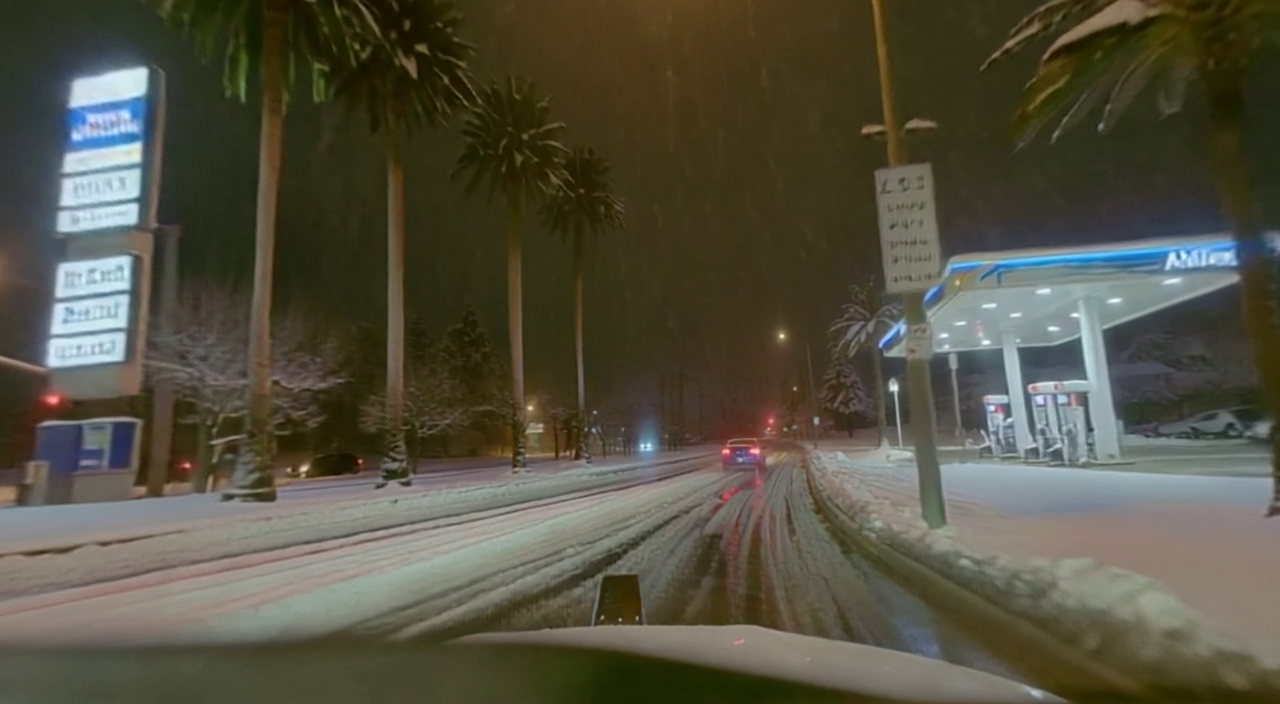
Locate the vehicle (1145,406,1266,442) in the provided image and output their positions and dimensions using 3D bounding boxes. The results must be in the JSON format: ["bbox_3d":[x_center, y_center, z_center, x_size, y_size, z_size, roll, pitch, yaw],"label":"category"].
[{"bbox_3d":[32.007,4.128,35.790,4.513,1.657,2.002,-7,-10,20],"label":"vehicle"}]

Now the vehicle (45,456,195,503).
[{"bbox_3d":[-21.031,5.115,25.716,1.884,1.651,4.330,-2,-9,14],"label":"vehicle"}]

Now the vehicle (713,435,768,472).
[{"bbox_3d":[4.568,4.524,28.147,2.050,1.509,4.148,-2,-9,14],"label":"vehicle"}]

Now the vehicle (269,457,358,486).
[{"bbox_3d":[-18.564,6.807,36.072,1.825,1.441,4.656,-2,-9,13],"label":"vehicle"}]
